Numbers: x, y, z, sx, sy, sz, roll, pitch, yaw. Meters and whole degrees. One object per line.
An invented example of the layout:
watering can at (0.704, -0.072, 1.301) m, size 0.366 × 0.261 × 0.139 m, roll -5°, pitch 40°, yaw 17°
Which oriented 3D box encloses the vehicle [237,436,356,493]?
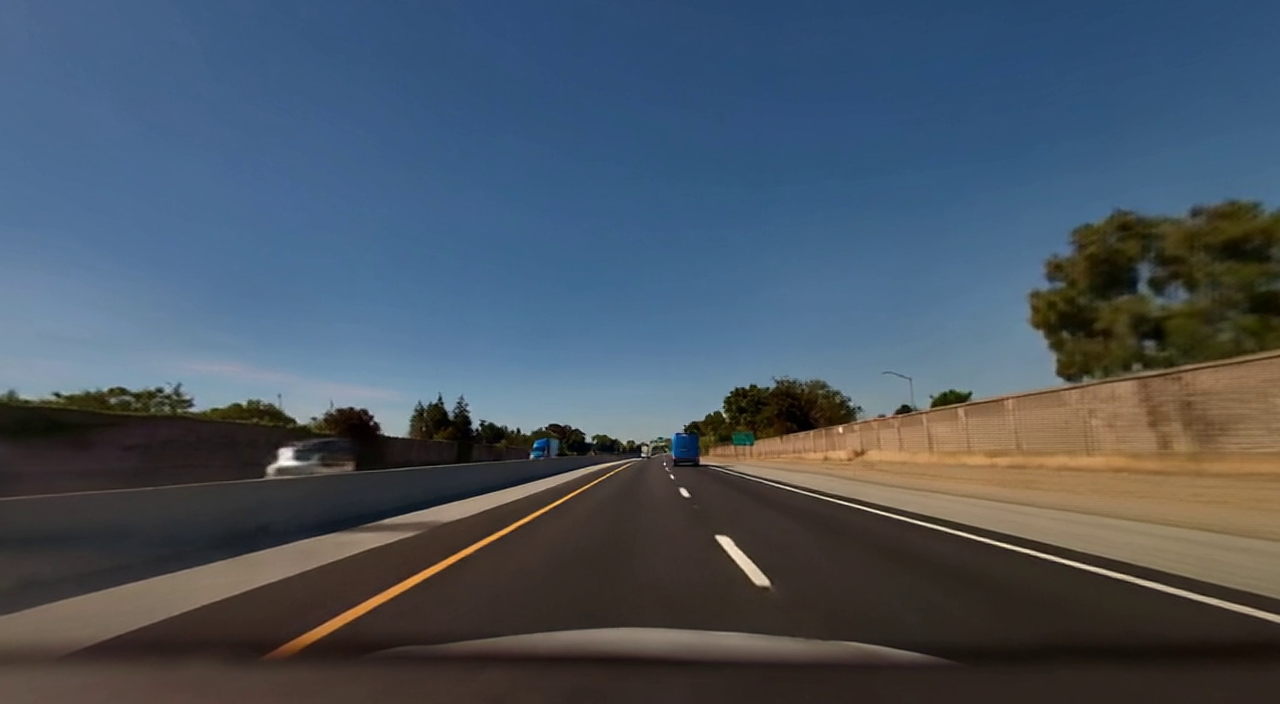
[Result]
vehicle at (-19.721, 6.511, 36.809) m, size 2.666 × 2.954 × 7.203 m, roll -1°, pitch -9°, yaw 1°
